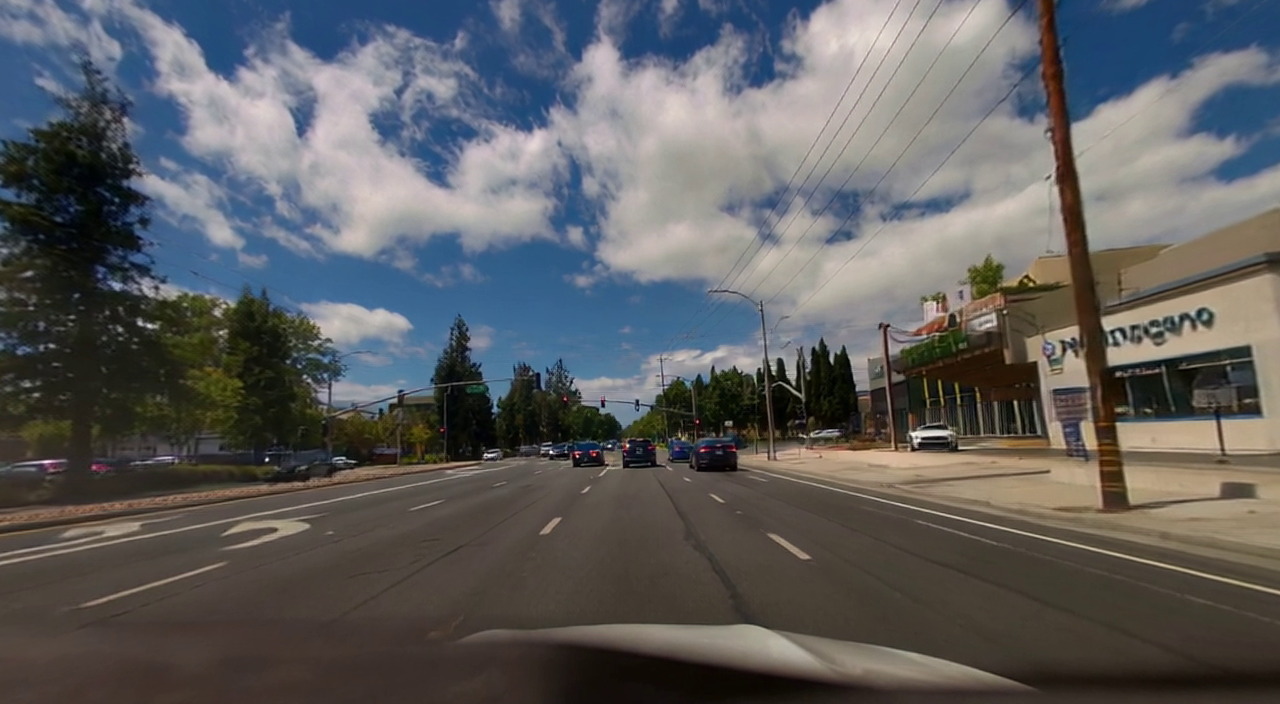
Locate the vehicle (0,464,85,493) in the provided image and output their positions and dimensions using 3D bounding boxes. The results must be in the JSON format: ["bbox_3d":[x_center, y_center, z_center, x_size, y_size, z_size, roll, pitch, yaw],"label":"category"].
[{"bbox_3d":[-34.223,7.080,35.589,4.068,1.462,1.835,5,-10,-31],"label":"vehicle"}]

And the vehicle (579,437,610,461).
[{"bbox_3d":[-3.544,7.658,49.695,2.106,1.778,4.444,0,-9,0],"label":"vehicle"}]

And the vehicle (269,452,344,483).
[{"bbox_3d":[-18.231,6.291,34.739,1.832,1.515,4.369,0,-9,-2],"label":"vehicle"}]

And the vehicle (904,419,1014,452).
[{"bbox_3d":[15.656,4.143,31.212,4.344,1.512,1.936,-1,-9,5],"label":"vehicle"}]

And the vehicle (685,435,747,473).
[{"bbox_3d":[3.578,4.916,30.643,2.198,1.660,4.512,0,-9,-3],"label":"vehicle"}]

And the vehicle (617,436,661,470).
[{"bbox_3d":[-0.111,5.290,33.182,2.146,1.685,4.003,0,-9,-2],"label":"vehicle"}]
